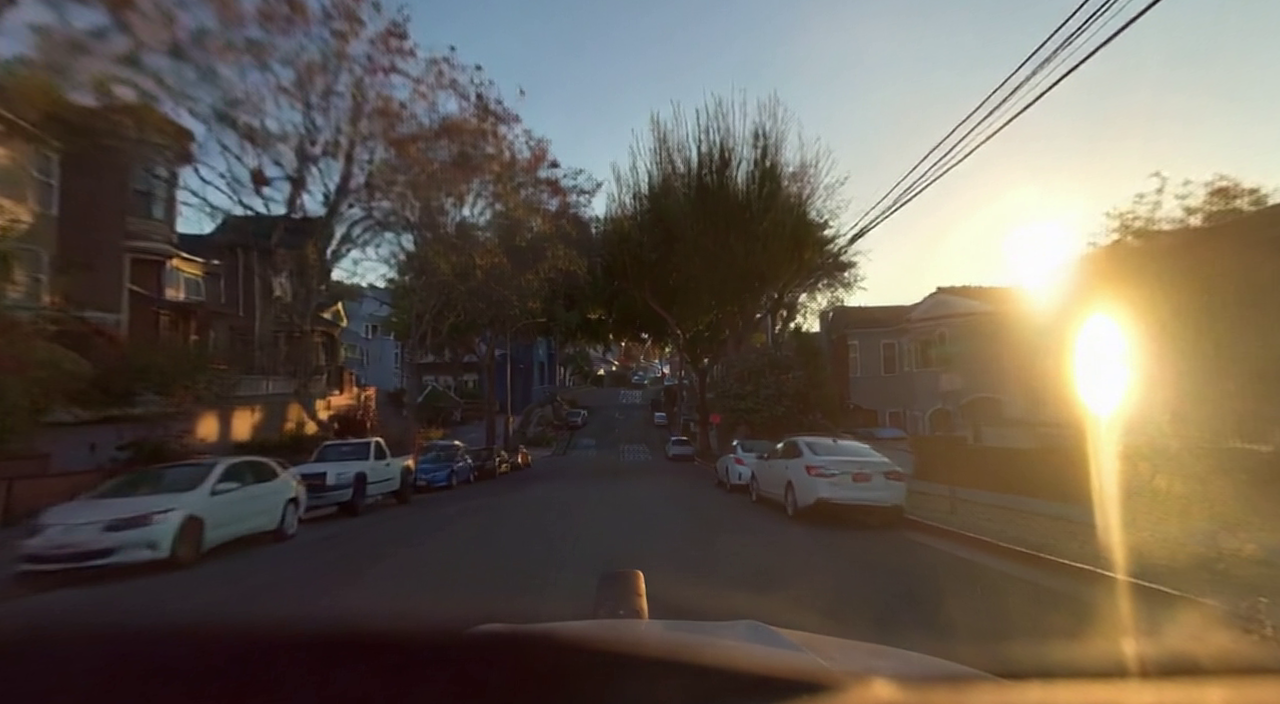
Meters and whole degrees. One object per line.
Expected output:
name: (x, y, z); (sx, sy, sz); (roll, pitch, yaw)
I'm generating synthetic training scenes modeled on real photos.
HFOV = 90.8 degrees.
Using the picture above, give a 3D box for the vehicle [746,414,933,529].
vehicle: (3.425, 2.159, 11.942); (1.952, 1.738, 4.518); (0, -8, -2)

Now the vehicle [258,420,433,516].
vehicle: (-6.210, 2.556, 14.024); (1.830, 1.750, 4.502); (1, -10, -2)

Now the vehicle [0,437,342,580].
vehicle: (-6.074, 1.968, 8.792); (2.003, 1.489, 4.051); (0, -8, -3)

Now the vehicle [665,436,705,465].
vehicle: (2.665, 5.979, 38.463); (1.966, 1.620, 4.187); (0, -8, -3)
